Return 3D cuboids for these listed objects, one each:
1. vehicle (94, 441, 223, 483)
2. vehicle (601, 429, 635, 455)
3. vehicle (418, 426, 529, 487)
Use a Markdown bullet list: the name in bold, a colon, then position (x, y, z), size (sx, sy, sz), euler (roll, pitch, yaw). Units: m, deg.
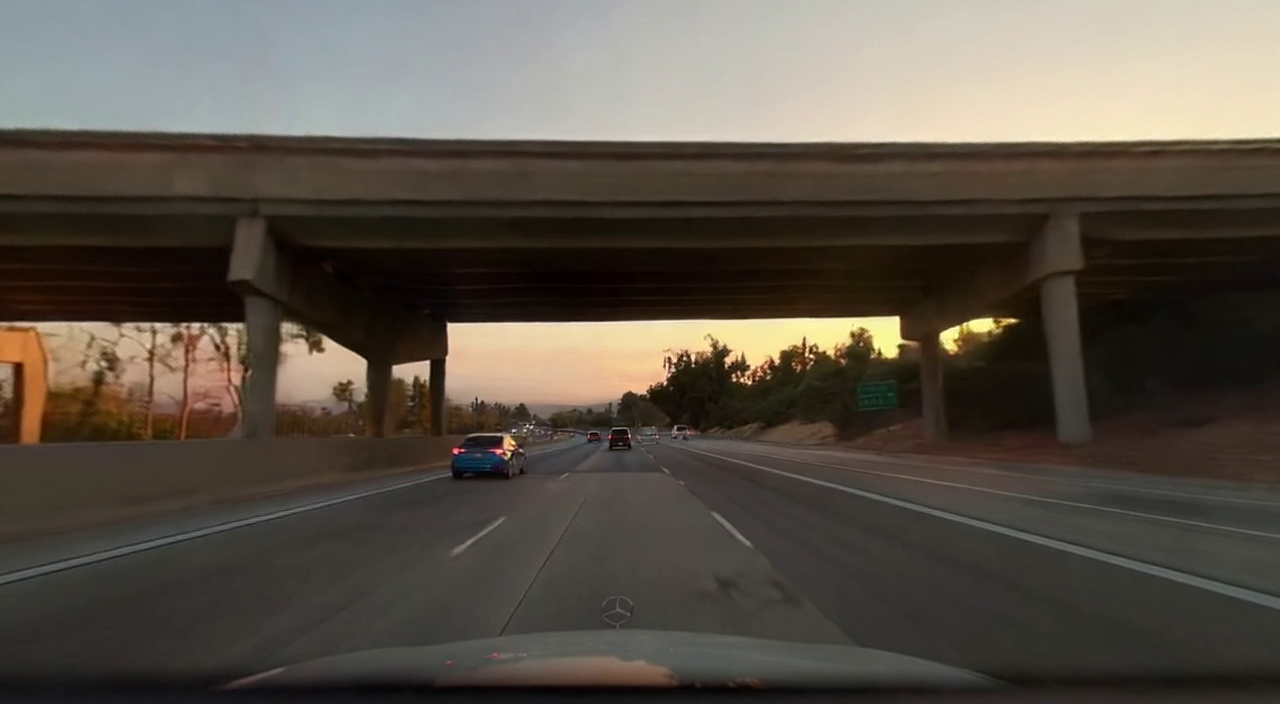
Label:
- **vehicle**: position (-20.858, 4.746, 27.546), size (1.923, 1.590, 4.742), euler (0, -8, -1)
- **vehicle**: position (-1.415, 5.925, 41.512), size (2.116, 1.625, 4.004), euler (0, -8, -1)
- **vehicle**: position (-4.643, 2.974, 18.322), size (2.017, 1.537, 4.496), euler (0, -8, 0)
